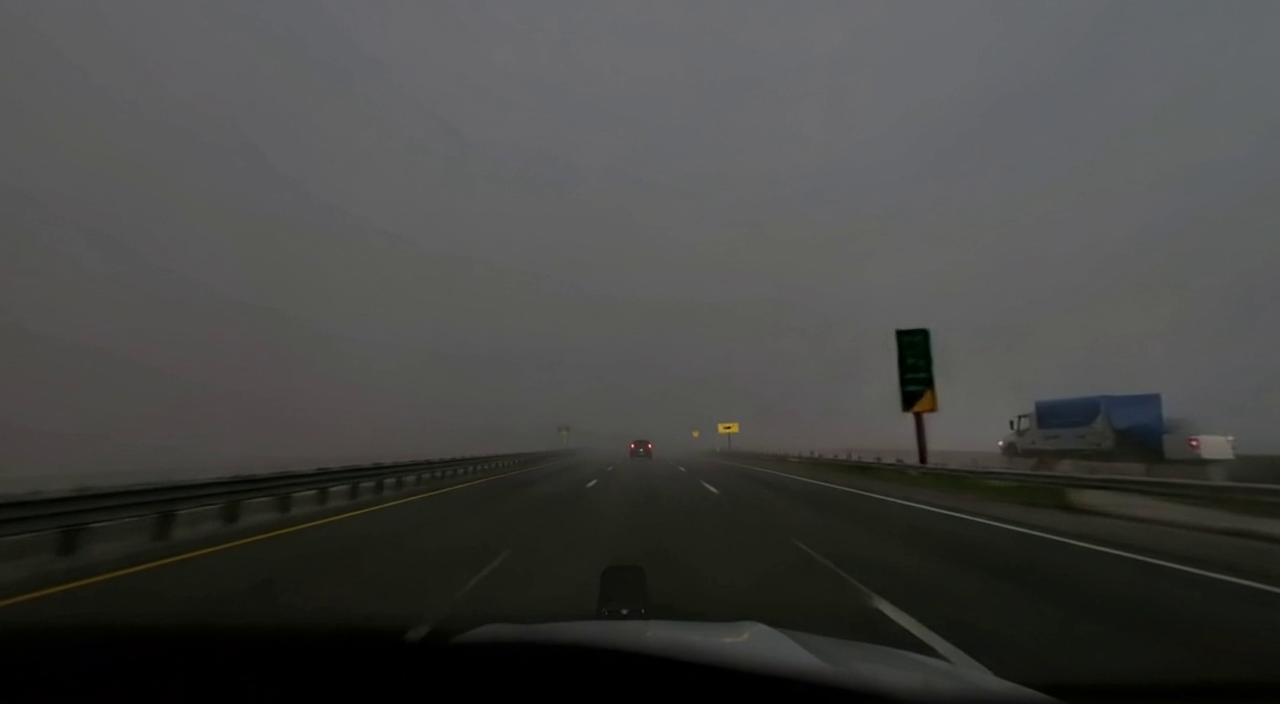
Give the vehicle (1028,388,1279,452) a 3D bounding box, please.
[{"bbox_3d":[36.872,5.170,45.757,2.836,4.027,14.280,8,-11,-43],"label":"vehicle"}]
